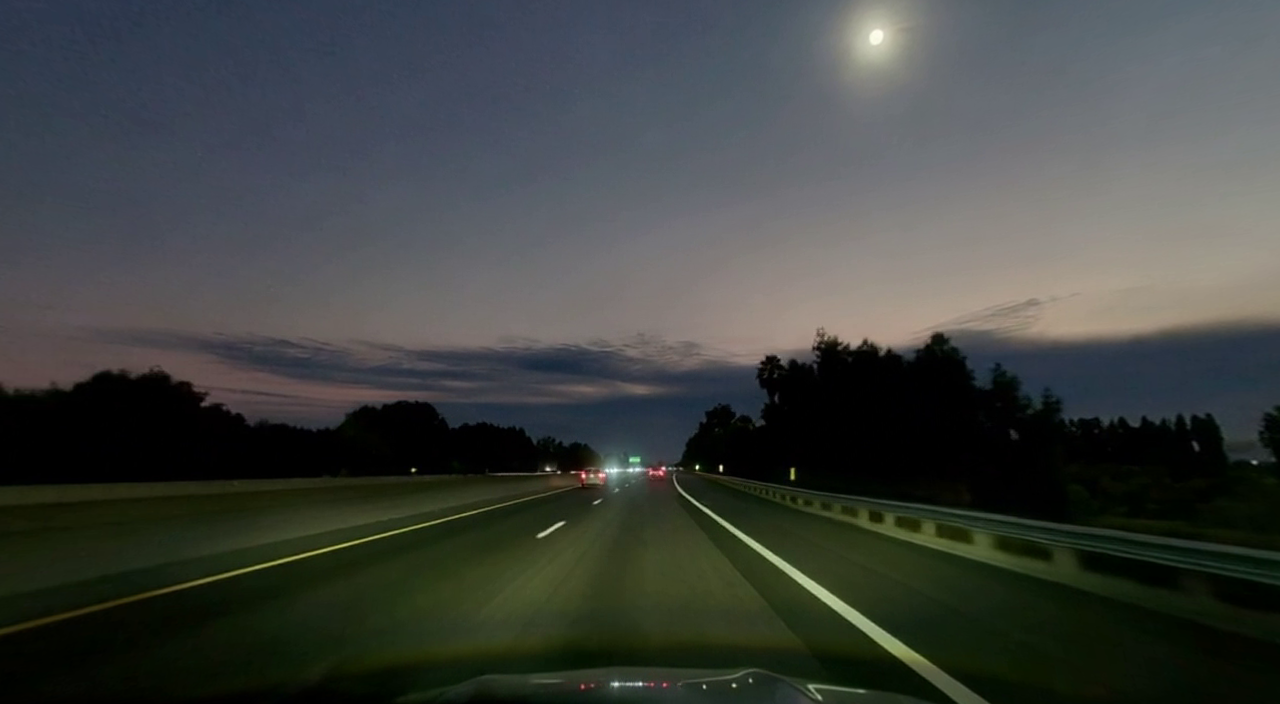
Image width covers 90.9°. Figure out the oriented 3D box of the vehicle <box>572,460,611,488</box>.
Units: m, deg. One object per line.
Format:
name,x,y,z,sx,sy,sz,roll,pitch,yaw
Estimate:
vehicle,-3.258,8.330,43.119,2.160,1.721,4.368,0,-10,3
